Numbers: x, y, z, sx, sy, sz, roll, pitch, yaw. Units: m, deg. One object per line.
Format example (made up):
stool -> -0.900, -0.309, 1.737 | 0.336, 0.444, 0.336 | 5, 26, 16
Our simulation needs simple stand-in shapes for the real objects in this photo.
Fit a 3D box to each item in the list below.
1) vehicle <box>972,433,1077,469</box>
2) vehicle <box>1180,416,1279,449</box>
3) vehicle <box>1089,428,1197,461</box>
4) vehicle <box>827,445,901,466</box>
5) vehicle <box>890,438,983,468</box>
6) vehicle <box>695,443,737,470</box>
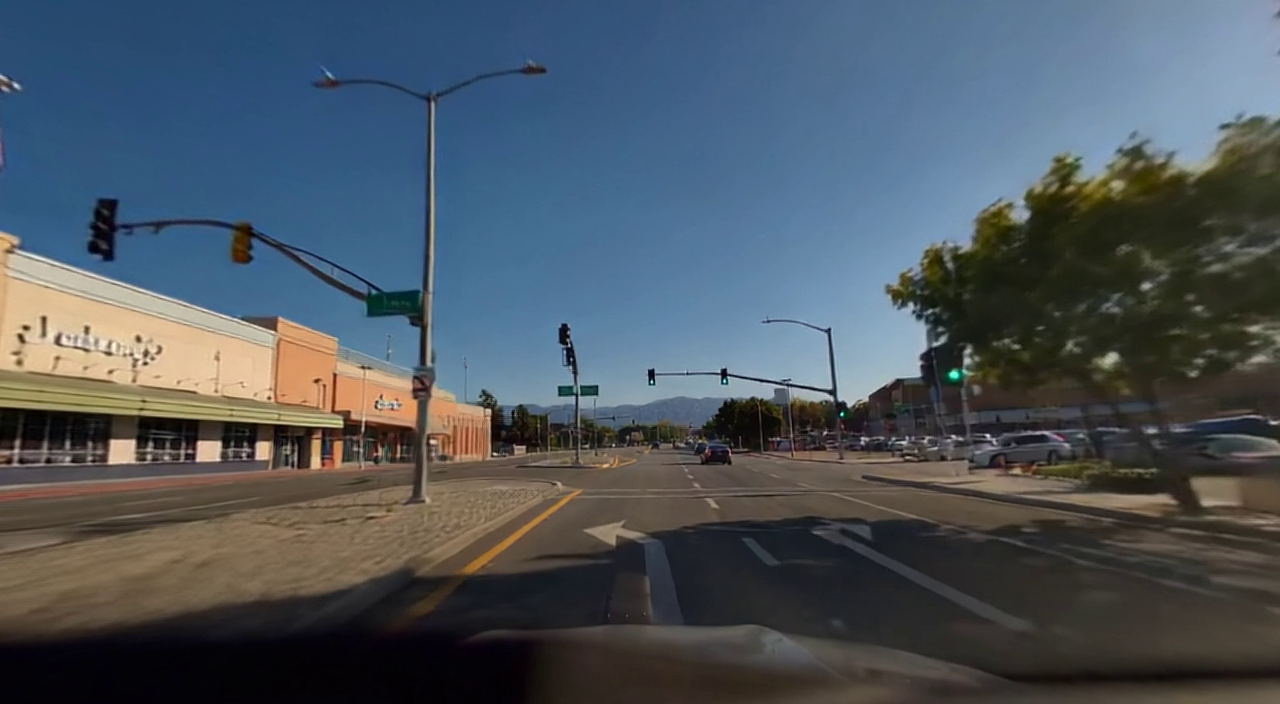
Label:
vehicle -> 20.709, 5.348, 34.067 | 4.341, 1.845, 1.984 | 0, -9, 0
vehicle -> 35.856, 4.834, 37.879 | 4.687, 1.902, 2.162 | 0, -9, -1
vehicle -> 27.222, 5.016, 34.162 | 4.280, 1.734, 1.964 | 1, -9, -6
vehicle -> 15.848, 7.288, 44.568 | 4.581, 1.434, 1.893 | -5, -10, 30
vehicle -> 17.569, 6.017, 37.553 | 4.491, 1.702, 2.094 | -1, -9, 5
vehicle -> 4.500, 6.269, 38.001 | 2.038, 1.528, 4.259 | 0, -8, 1
